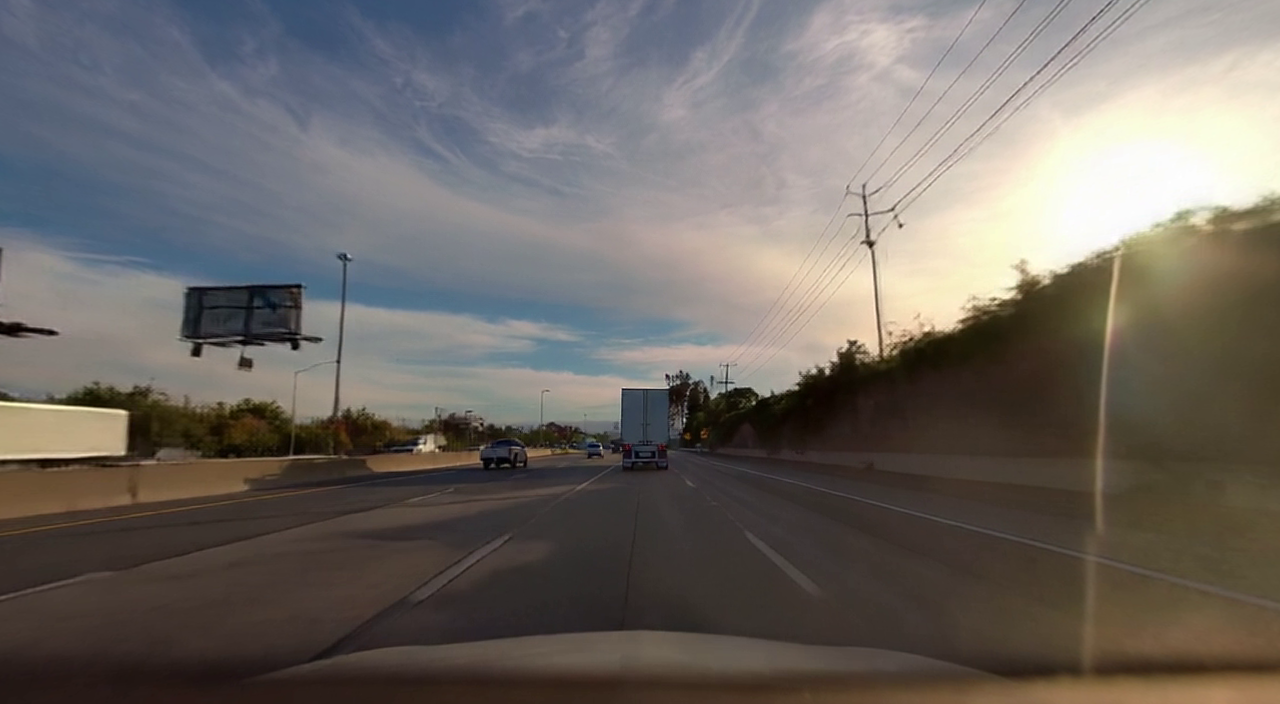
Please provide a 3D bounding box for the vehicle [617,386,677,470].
[{"bbox_3d":[0.580,4.482,35.994,2.879,4.027,11.243,-1,-8,2],"label":"vehicle"}]

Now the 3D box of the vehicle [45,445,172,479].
[{"bbox_3d":[-25.387,5.228,30.377,1.898,1.513,4.775,0,-8,1],"label":"vehicle"}]

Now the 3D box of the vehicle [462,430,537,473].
[{"bbox_3d":[-6.871,4.939,31.603,2.263,1.936,5.802,0,-8,1],"label":"vehicle"}]
